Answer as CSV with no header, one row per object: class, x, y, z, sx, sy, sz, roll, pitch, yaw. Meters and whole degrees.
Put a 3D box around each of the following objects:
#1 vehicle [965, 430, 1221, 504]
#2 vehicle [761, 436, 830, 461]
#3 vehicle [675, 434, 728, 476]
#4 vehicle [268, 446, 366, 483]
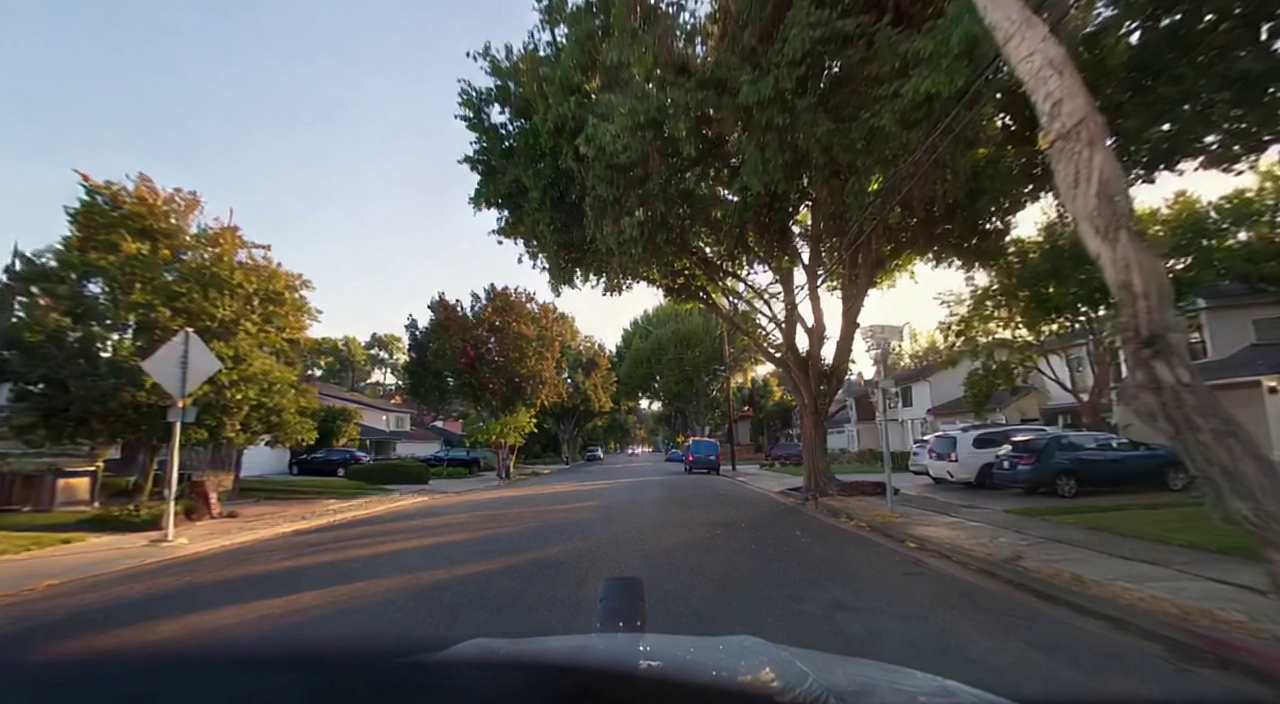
vehicle,9.894,2.528,14.103,4.125,1.461,1.984,-1,-8,2
vehicle,11.465,7.178,46.872,4.602,1.799,1.859,0,-9,0
vehicle,3.240,5.595,34.535,2.311,2.069,5.156,0,-9,-1
vehicle,-18.131,6.302,35.631,4.414,1.731,2.008,-2,-7,-4
